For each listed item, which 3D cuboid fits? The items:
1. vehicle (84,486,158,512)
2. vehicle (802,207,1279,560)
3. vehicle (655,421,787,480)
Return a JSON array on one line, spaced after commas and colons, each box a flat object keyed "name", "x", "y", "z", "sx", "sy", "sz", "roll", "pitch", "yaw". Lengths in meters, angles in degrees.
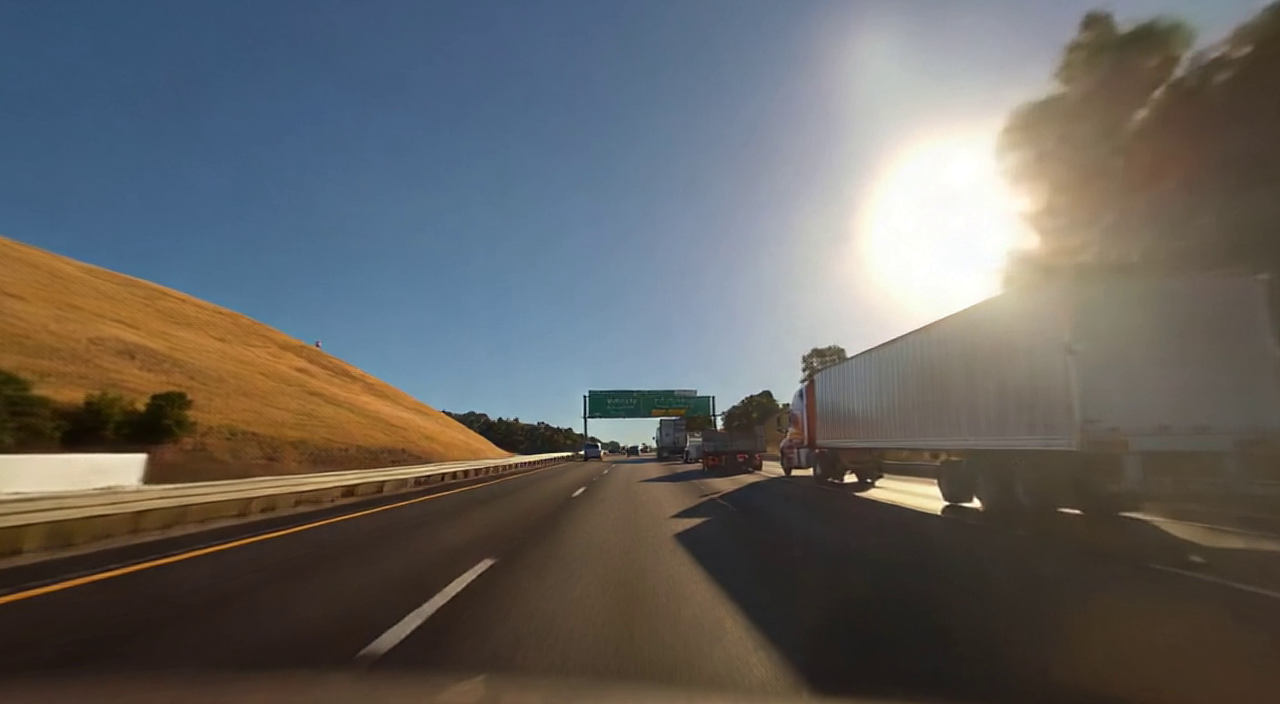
[{"name": "vehicle", "x": -37.012, "y": 10.473, "z": 45.184, "sx": 1.808, "sy": 1.497, "sz": 4.178, "roll": 0, "pitch": -9, "yaw": -1}, {"name": "vehicle", "x": 7.632, "y": 1.523, "z": 15.561, "sx": 2.935, "sy": 4.187, "sz": 16.357, "roll": 0, "pitch": -9, "yaw": 0}, {"name": "vehicle", "x": 3.216, "y": 4.060, "z": 26.093, "sx": 5.075, "sy": 2.277, "sz": 2.365, "roll": 0, "pitch": -9, "yaw": -3}]
